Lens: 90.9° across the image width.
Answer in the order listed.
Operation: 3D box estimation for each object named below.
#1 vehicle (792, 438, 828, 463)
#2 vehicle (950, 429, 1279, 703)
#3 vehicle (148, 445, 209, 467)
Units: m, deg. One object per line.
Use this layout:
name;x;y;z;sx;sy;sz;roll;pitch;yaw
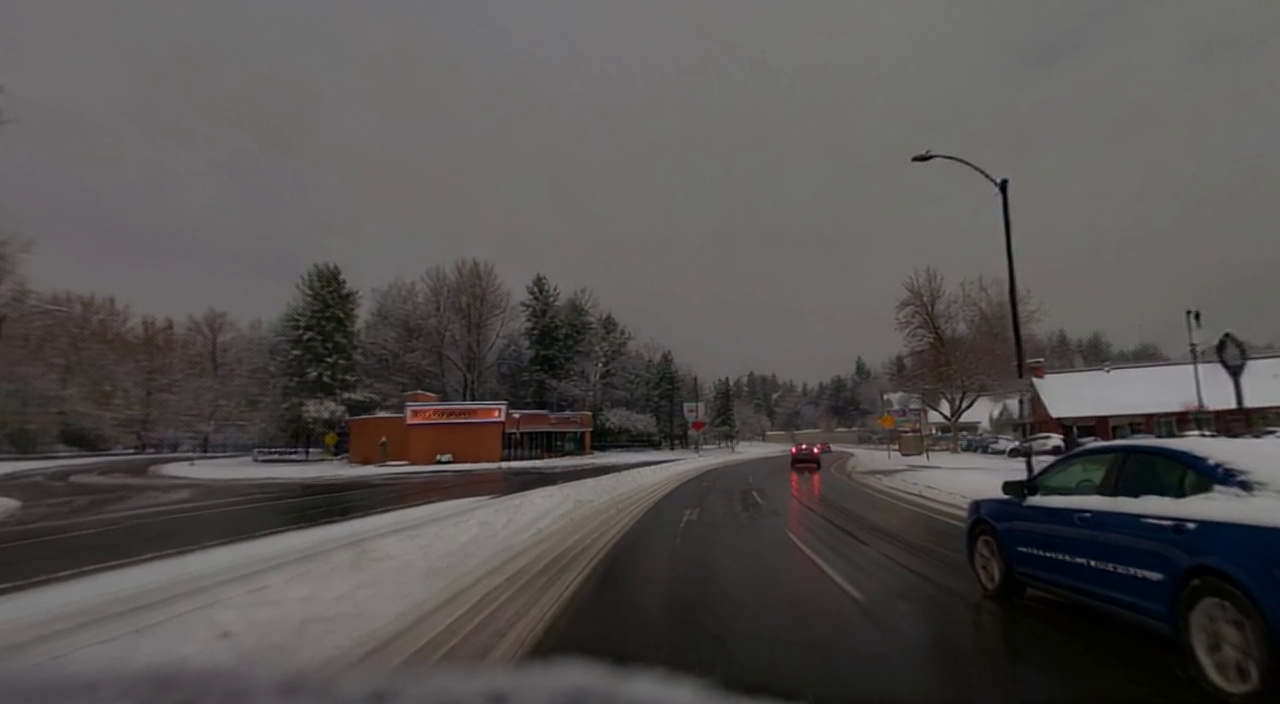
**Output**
vehicle;12.438;7.168;45.887;2.311;1.715;4.287;-3;-9;17
vehicle;4.344;1.339;4.609;1.938;1.466;4.434;0;-9;1
vehicle;-32.717;7.370;44.813;1.779;1.458;4.279;2;-9;-11
